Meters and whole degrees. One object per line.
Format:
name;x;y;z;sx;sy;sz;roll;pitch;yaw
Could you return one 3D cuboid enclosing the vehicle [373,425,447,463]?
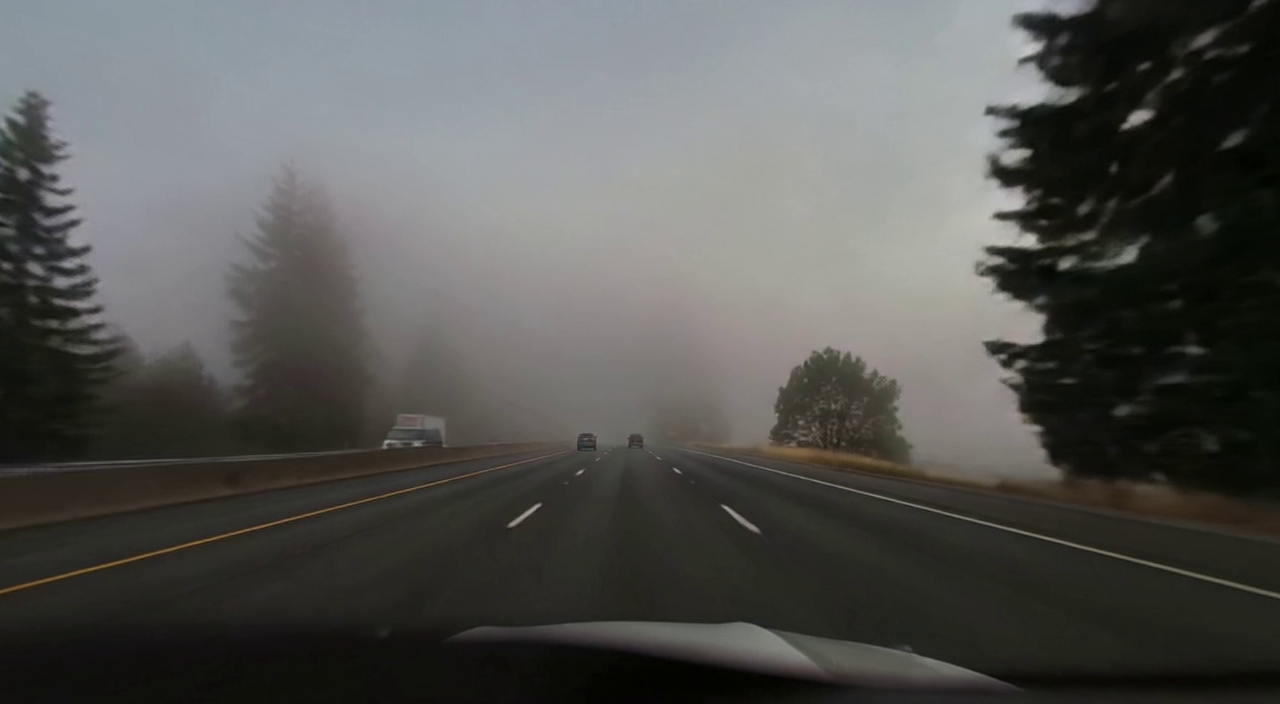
vehicle;-12.512;5.048;34.692;2.263;1.899;4.853;0;-8;-1
